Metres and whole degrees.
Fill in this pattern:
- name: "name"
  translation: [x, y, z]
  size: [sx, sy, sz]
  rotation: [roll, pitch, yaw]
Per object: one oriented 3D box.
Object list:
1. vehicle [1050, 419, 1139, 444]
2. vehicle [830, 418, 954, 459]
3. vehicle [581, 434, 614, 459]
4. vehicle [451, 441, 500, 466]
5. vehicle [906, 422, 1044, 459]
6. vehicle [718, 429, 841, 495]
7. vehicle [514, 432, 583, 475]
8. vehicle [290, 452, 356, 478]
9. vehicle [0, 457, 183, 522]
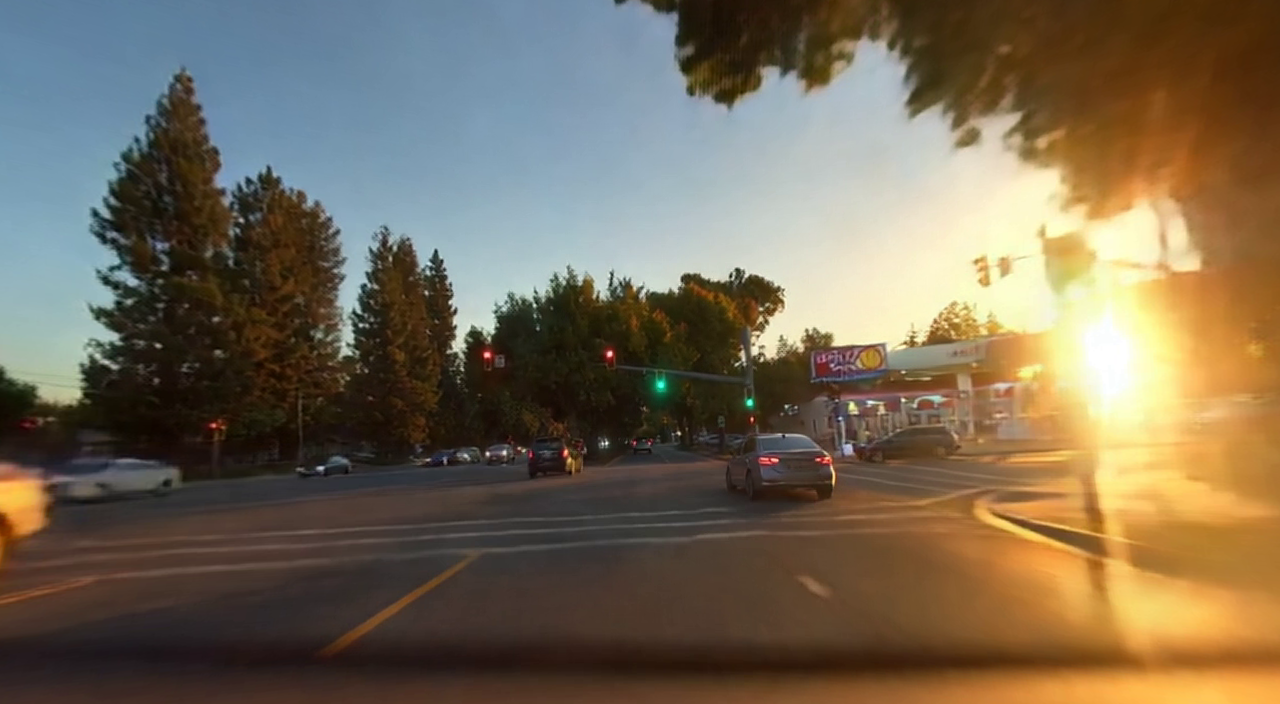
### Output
- name: "vehicle"
  translation: [29.700, 5.210, 41.272]
  size: [4.550, 1.467, 1.843]
  rotation: [0, -8, -7]
- name: "vehicle"
  translation: [12.477, 4.330, 31.502]
  size: [5.156, 1.917, 2.308]
  rotation: [0, -8, 2]
- name: "vehicle"
  translation: [-3.252, 7.366, 49.249]
  size: [2.126, 1.810, 4.414]
  rotation: [0, -8, 1]
- name: "vehicle"
  translation: [-11.431, 7.074, 44.067]
  size: [2.091, 1.644, 4.645]
  rotation: [0, -8, 1]
- name: "vehicle"
  translation: [14.324, 3.814, 27.127]
  size: [4.776, 1.486, 2.138]
  rotation: [1, -8, -5]
- name: "vehicle"
  translation: [3.451, 2.827, 16.640]
  size: [2.095, 1.475, 4.686]
  rotation: [0, -8, -1]
- name: "vehicle"
  translation: [-3.821, 4.338, 27.151]
  size: [2.250, 1.713, 4.422]
  rotation: [0, -8, 1]
- name: "vehicle"
  translation: [-21.933, 7.823, 43.791]
  size: [2.061, 1.643, 4.614]
  rotation: [0, -8, 2]
- name: "vehicle"
  translation: [-15.568, 3.718, 17.608]
  size: [2.011, 1.450, 4.679]
  rotation: [0, -8, 1]
